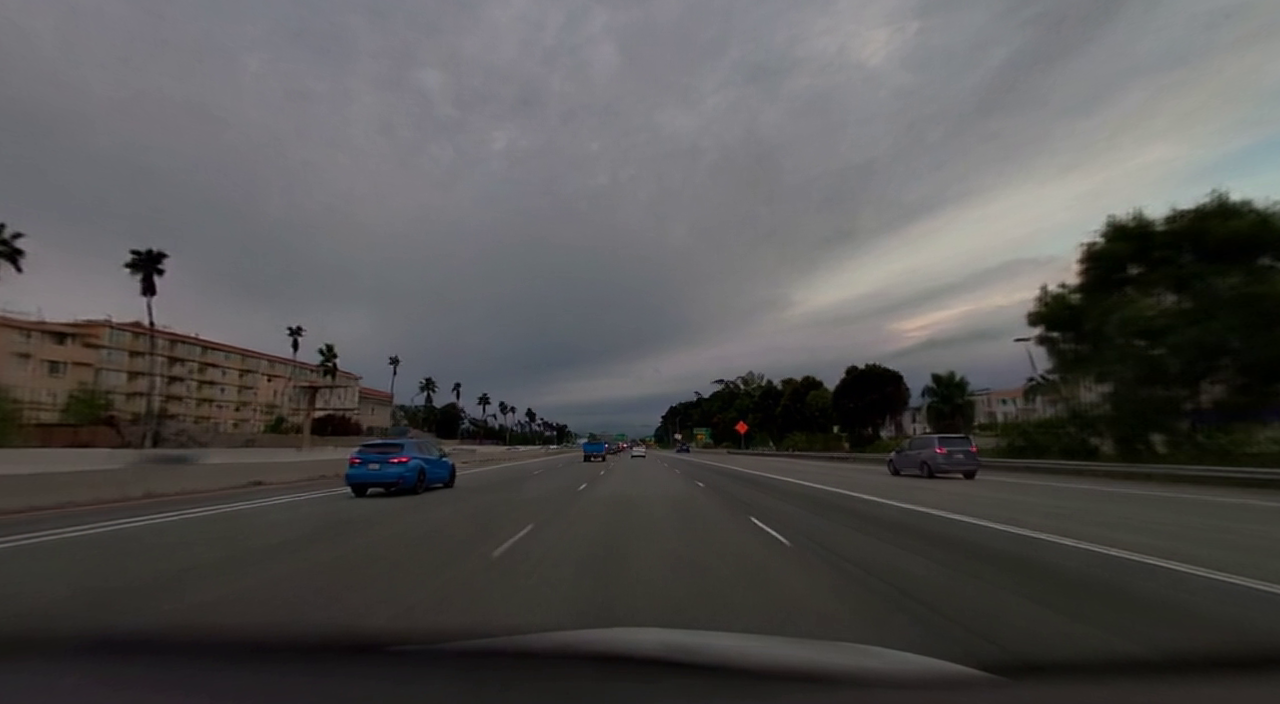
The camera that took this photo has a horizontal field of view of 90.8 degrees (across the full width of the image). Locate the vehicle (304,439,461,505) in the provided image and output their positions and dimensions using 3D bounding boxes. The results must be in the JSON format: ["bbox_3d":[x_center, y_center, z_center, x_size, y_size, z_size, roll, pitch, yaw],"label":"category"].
[{"bbox_3d":[-6.535,3.100,16.811,2.018,1.480,4.999,0,-9,1],"label":"vehicle"}]

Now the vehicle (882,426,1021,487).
[{"bbox_3d":[10.115,3.450,21.017,2.168,1.792,4.457,0,-9,-3],"label":"vehicle"}]

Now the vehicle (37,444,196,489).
[{"bbox_3d":[-21.311,4.663,26.104,2.040,1.625,5.272,0,-9,0],"label":"vehicle"}]
